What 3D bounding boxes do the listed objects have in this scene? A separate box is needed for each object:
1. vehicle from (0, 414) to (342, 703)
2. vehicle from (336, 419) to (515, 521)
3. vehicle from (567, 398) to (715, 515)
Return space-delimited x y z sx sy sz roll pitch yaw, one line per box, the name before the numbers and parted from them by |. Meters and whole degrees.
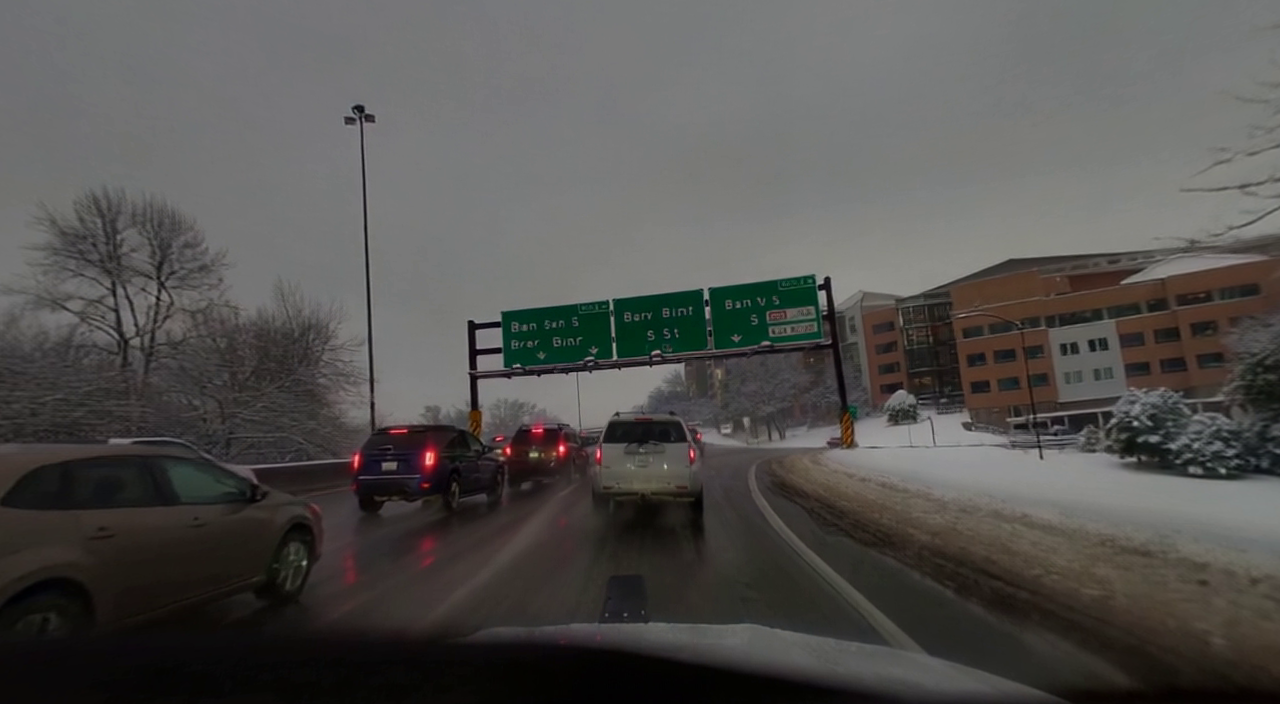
vehicle | -4.150 1.230 4.289 2.087 1.481 4.225 0 -9 1
vehicle | -4.105 2.344 12.995 1.953 1.729 4.377 0 -9 3
vehicle | 0.100 2.309 14.264 2.616 2.063 5.933 0 -9 2
